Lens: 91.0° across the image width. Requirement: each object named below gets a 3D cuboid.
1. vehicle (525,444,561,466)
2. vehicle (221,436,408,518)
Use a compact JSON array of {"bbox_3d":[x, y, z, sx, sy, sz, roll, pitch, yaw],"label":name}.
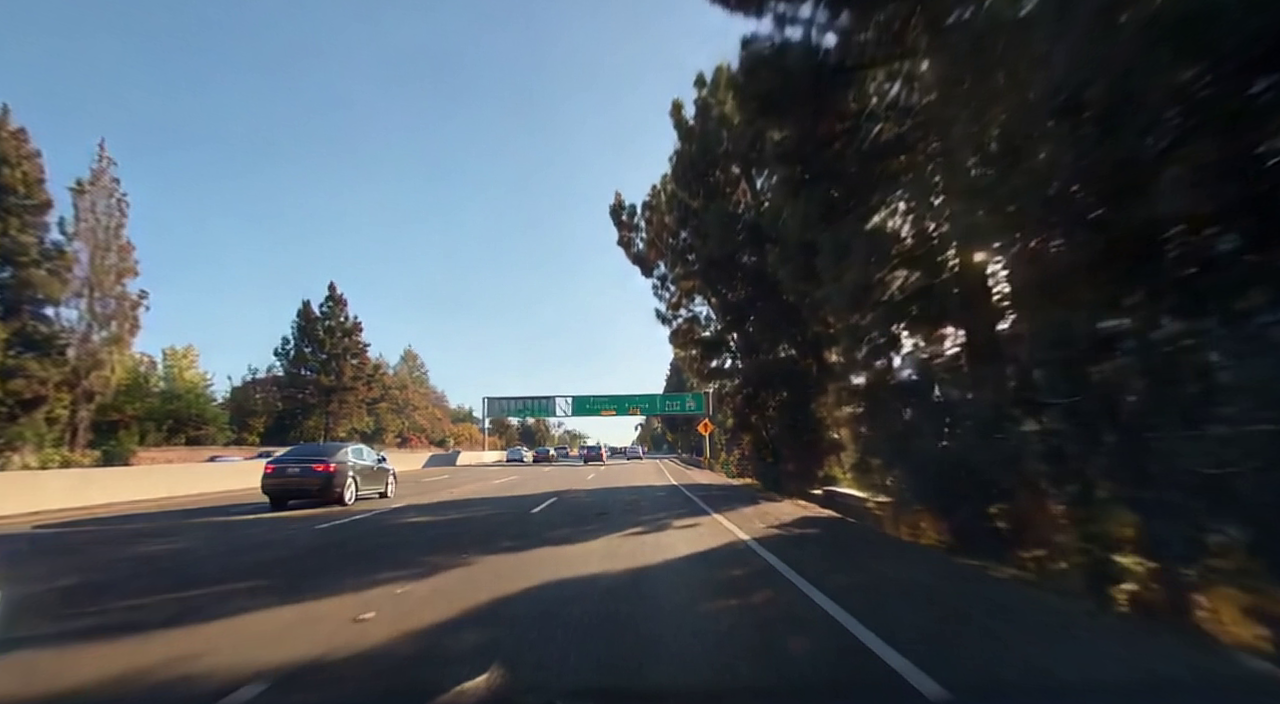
[{"bbox_3d":[-7.622,8.149,49.851,2.075,1.642,4.638,0,-9,0],"label":"vehicle"},{"bbox_3d":[-7.534,2.914,15.261,2.071,1.661,4.540,0,-9,0],"label":"vehicle"}]
